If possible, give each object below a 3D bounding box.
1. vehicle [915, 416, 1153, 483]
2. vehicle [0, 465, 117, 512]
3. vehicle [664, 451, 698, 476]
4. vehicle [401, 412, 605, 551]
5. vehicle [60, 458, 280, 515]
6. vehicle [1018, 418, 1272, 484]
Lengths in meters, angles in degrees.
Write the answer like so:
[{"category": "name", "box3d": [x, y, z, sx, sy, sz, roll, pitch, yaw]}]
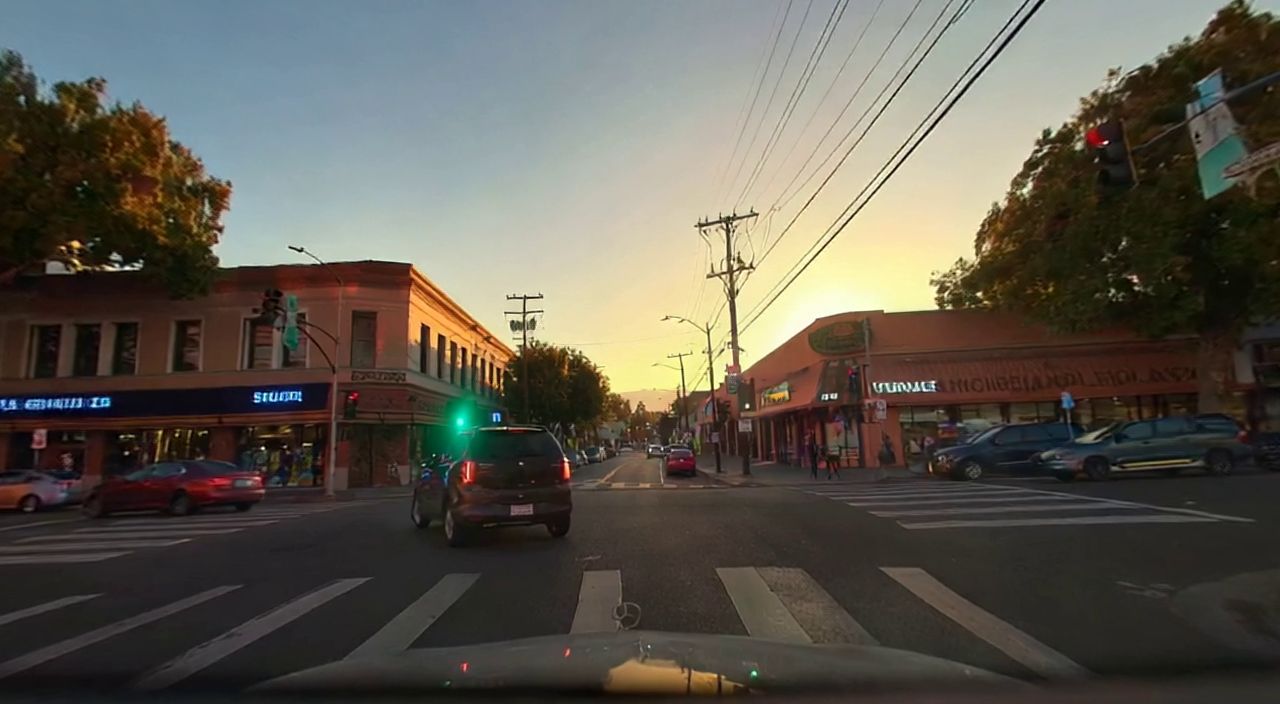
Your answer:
[{"category": "vehicle", "box3d": [12.043, 3.020, 19.700, 5.716, 1.894, 2.433, -1, -8, 1]}, {"category": "vehicle", "box3d": [-22.764, 5.054, 23.567, 4.703, 1.550, 2.059, -1, -8, 2]}, {"category": "vehicle", "box3d": [2.653, 7.314, 41.715, 2.062, 1.526, 3.989, 0, -8, 2]}, {"category": "vehicle", "box3d": [-2.671, 2.154, 11.320, 2.440, 1.882, 4.611, 4, -9, -26]}, {"category": "vehicle", "box3d": [-12.898, 3.681, 17.520, 4.666, 1.400, 2.050, -1, -8, 7]}, {"category": "vehicle", "box3d": [13.225, 2.618, 16.837, 4.815, 1.501, 2.157, -2, -8, 1]}]
